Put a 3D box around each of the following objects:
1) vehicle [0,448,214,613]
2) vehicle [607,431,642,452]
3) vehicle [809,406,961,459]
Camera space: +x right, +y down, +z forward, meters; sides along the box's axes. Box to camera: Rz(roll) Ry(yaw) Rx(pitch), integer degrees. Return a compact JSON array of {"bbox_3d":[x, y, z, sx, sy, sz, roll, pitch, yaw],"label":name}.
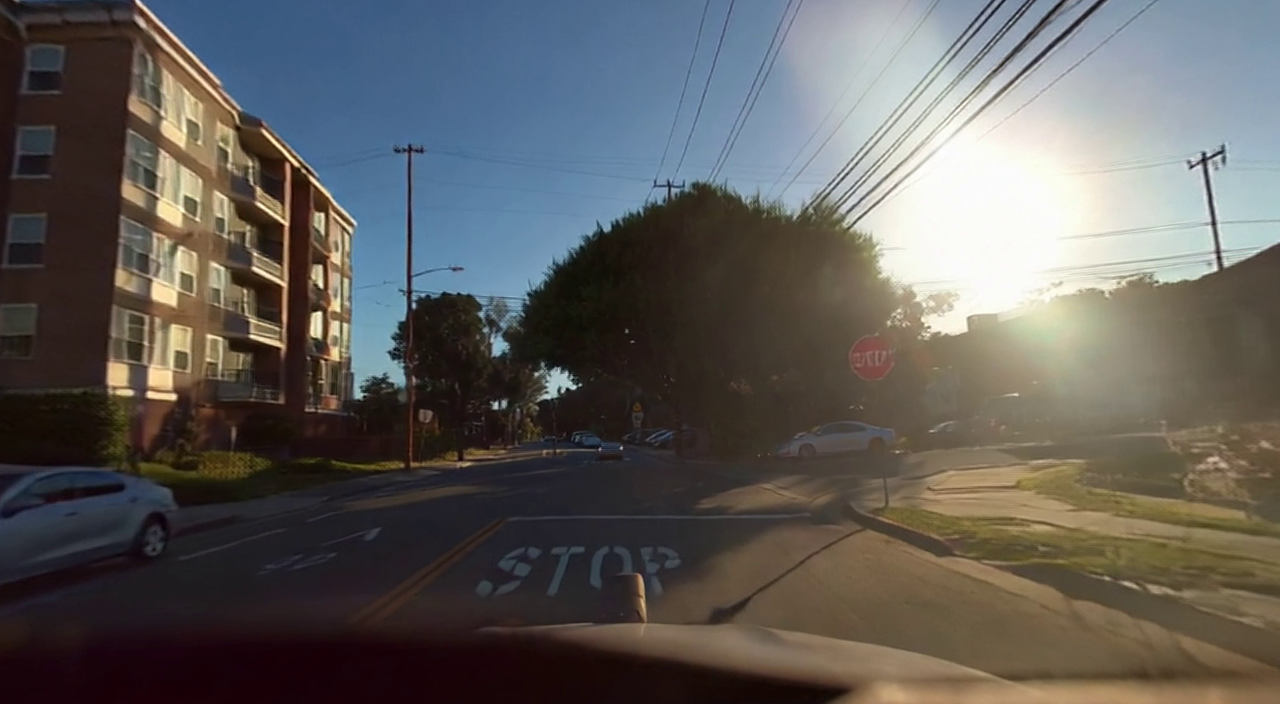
[{"bbox_3d":[-7.072,1.891,6.867,1.922,1.505,4.502,-3,-8,-2],"label":"vehicle"},{"bbox_3d":[-1.190,6.673,46.883,1.918,1.475,4.060,2,-9,-12],"label":"vehicle"},{"bbox_3d":[9.102,3.055,23.772,4.790,1.872,2.155,1,-9,-4],"label":"vehicle"}]
